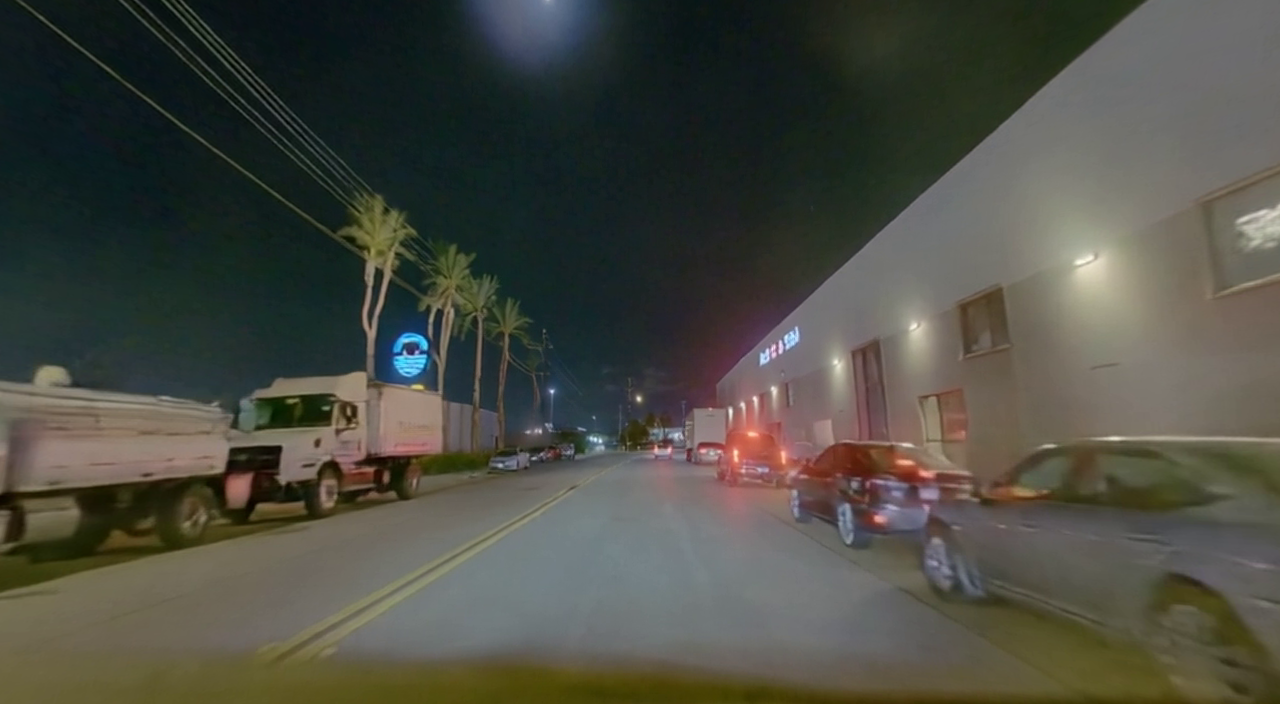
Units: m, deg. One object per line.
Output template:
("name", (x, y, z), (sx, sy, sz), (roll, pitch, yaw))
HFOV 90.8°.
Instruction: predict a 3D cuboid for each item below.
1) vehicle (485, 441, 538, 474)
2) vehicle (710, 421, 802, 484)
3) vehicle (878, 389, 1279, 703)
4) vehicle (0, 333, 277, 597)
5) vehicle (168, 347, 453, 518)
("vehicle", (-7.282, 5.997, 36.100), (1.936, 1.632, 4.145), (-3, -8, 3))
("vehicle", (4.046, 3.675, 23.263), (2.400, 1.985, 6.155), (-1, -8, 2))
("vehicle", (3.539, 1.137, 3.887), (2.246, 1.533, 4.971), (0, -8, 1))
("vehicle", (-8.162, 1.459, 8.128), (2.845, 2.738, 7.208), (-3, -8, -1))
("vehicle", (-7.798, 2.180, 16.676), (2.941, 3.418, 7.738), (-1, -8, 3))
